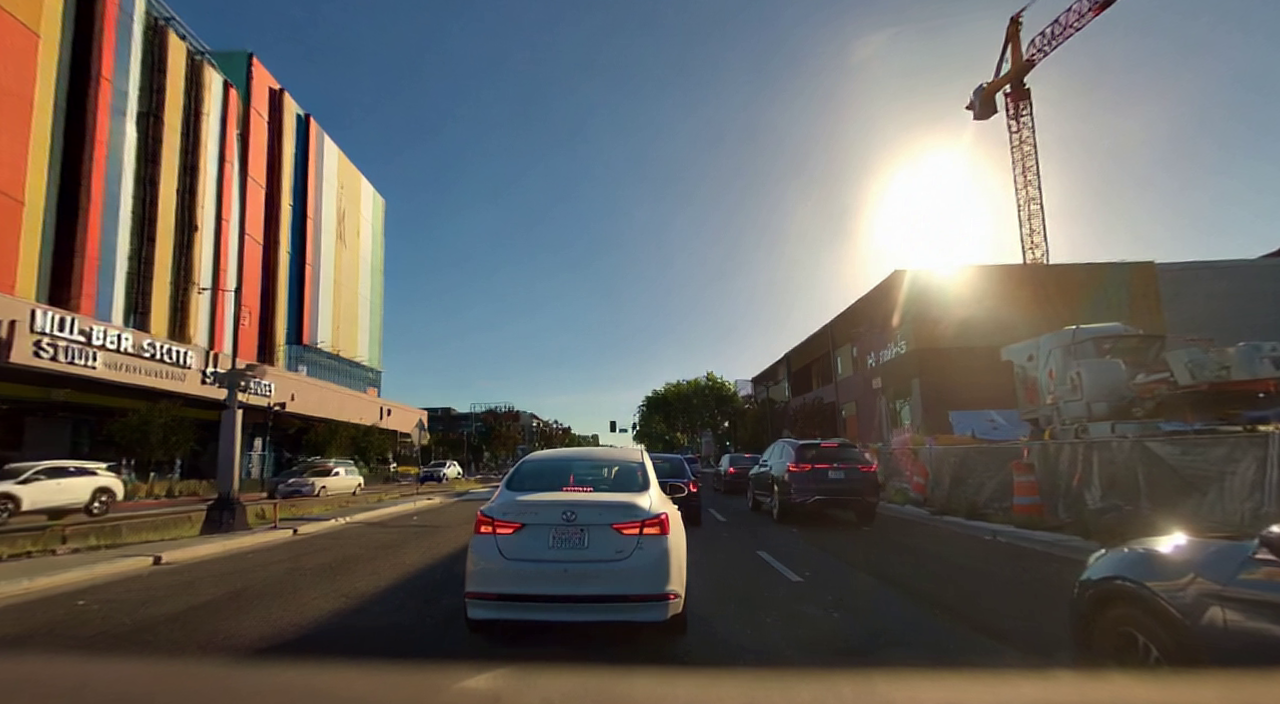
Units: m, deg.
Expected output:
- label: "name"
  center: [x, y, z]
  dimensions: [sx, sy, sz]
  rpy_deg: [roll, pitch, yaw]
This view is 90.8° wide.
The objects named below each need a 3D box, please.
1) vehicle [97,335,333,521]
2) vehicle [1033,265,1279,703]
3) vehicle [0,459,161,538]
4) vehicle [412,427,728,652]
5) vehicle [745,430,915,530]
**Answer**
- label: "vehicle"
  center: [-9.093, 1.704, 14.027]
  dimensions: [2.592, 3.548, 3.414]
  rpy_deg: [-2, -9, 4]
- label: "vehicle"
  center: [3.324, 0.479, 0.904]
  dimensions: [2.182, 1.954, 5.341]
  rpy_deg: [0, -8, 2]
- label: "vehicle"
  center: [-13.874, 3.289, 14.614]
  dimensions: [1.964, 1.519, 4.315]
  rpy_deg: [-1, -8, 4]
- label: "vehicle"
  center: [-0.412, 1.578, 6.426]
  dimensions: [2.131, 1.496, 4.193]
  rpy_deg: [0, -8, 2]
- label: "vehicle"
  center: [3.870, 2.699, 13.995]
  dimensions: [2.185, 1.797, 4.934]
  rpy_deg: [0, -8, -1]
